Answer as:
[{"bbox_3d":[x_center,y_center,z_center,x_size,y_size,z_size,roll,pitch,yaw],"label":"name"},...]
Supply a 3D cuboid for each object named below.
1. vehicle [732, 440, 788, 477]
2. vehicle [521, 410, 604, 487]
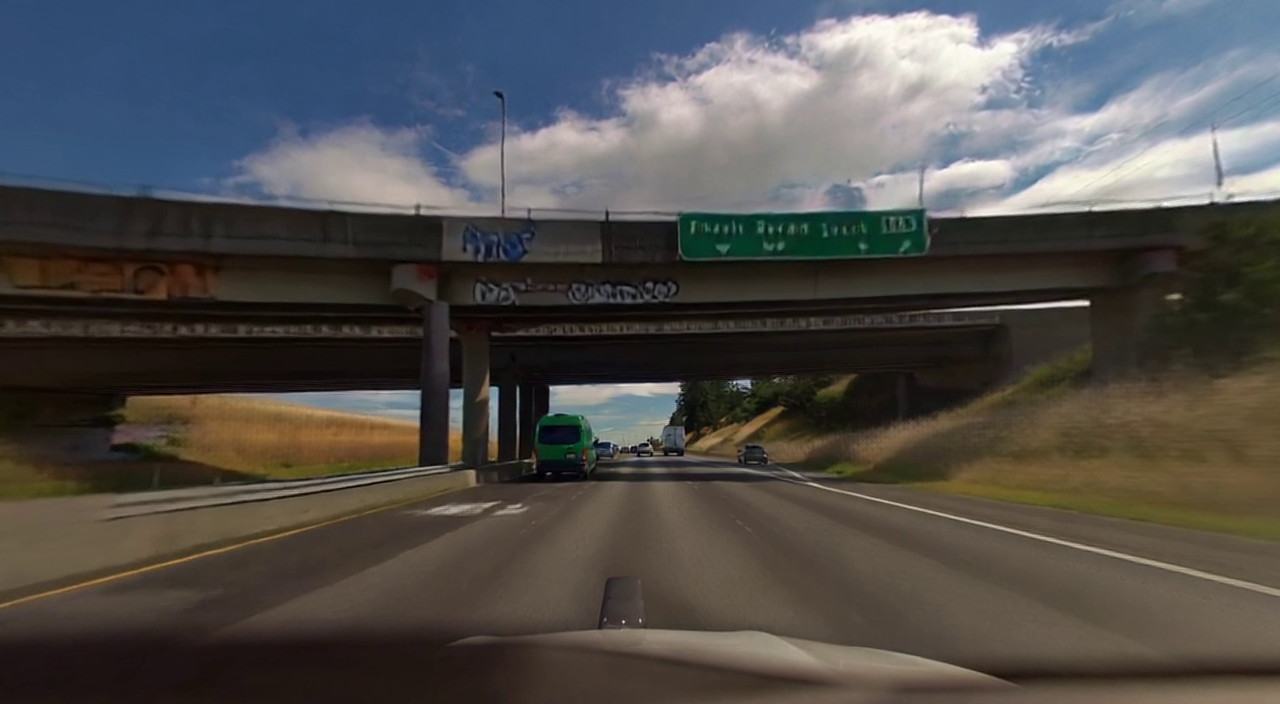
[{"bbox_3d":[5.764,5.180,30.719,1.936,1.664,4.198,0,-9,1],"label":"vehicle"},{"bbox_3d":[-2.860,3.800,24.831,2.451,2.627,5.868,0,-9,1],"label":"vehicle"}]
